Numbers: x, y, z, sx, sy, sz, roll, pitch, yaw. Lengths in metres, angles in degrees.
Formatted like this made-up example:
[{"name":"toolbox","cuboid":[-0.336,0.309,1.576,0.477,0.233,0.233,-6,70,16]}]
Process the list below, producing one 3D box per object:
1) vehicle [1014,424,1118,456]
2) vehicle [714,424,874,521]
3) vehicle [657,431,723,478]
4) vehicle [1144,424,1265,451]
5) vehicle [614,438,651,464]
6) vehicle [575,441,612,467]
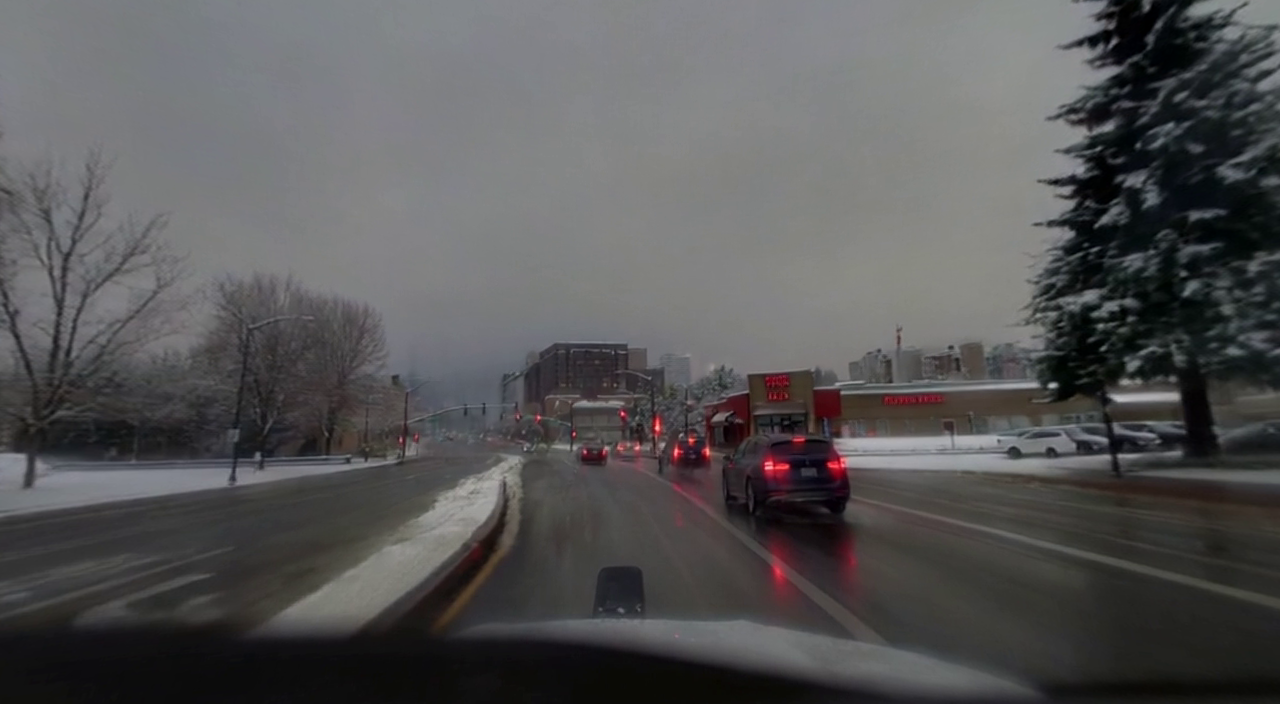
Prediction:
[{"name":"vehicle","cuboid":[27.417,5.706,40.802,5.103,1.947,2.207,0,-8,-1]},{"name":"vehicle","cuboid":[2.882,2.338,12.819,1.966,1.596,3.980,0,-8,-4]},{"name":"vehicle","cuboid":[2.030,4.352,26.988,2.046,1.768,4.370,-1,-8,-5]},{"name":"vehicle","cuboid":[33.909,5.157,38.055,5.112,1.486,2.103,-1,-8,3]},{"name":"vehicle","cuboid":[-0.633,7.473,48.033,2.216,1.750,4.520,0,-8,-8]},{"name":"vehicle","cuboid":[-2.988,6.447,40.023,2.068,1.512,3.987,1,-9,-7]}]
